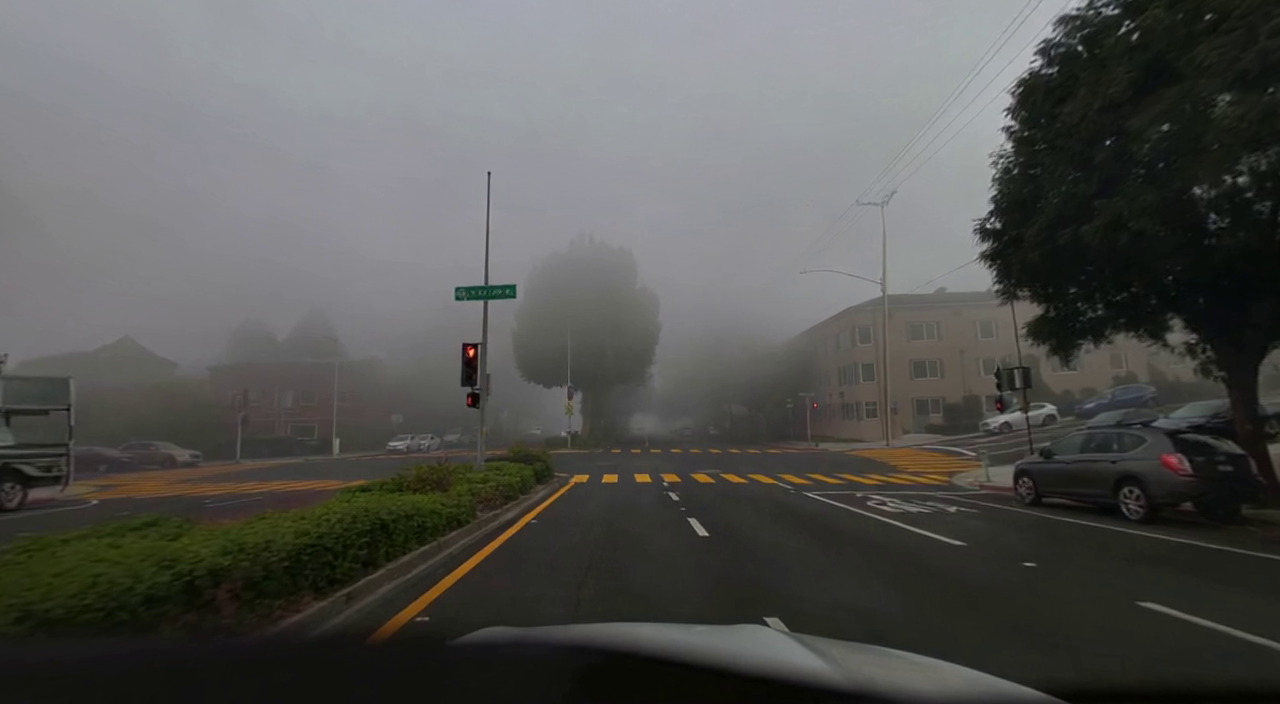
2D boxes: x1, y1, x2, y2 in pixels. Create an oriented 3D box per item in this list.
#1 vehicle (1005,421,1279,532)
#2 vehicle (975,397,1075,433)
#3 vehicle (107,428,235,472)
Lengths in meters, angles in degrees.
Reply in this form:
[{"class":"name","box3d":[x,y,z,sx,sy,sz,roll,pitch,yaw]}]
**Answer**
[{"class":"vehicle","box3d":[9.525,2.290,12.279,1.998,1.725,4.564,0,-8,-1]},{"class":"vehicle","box3d":[22.029,3.577,36.233,4.531,1.753,1.964,-2,-2,-5]},{"class":"vehicle","box3d":[-26.132,5.473,35.344,5.229,2.299,2.366,0,-8,1]}]
